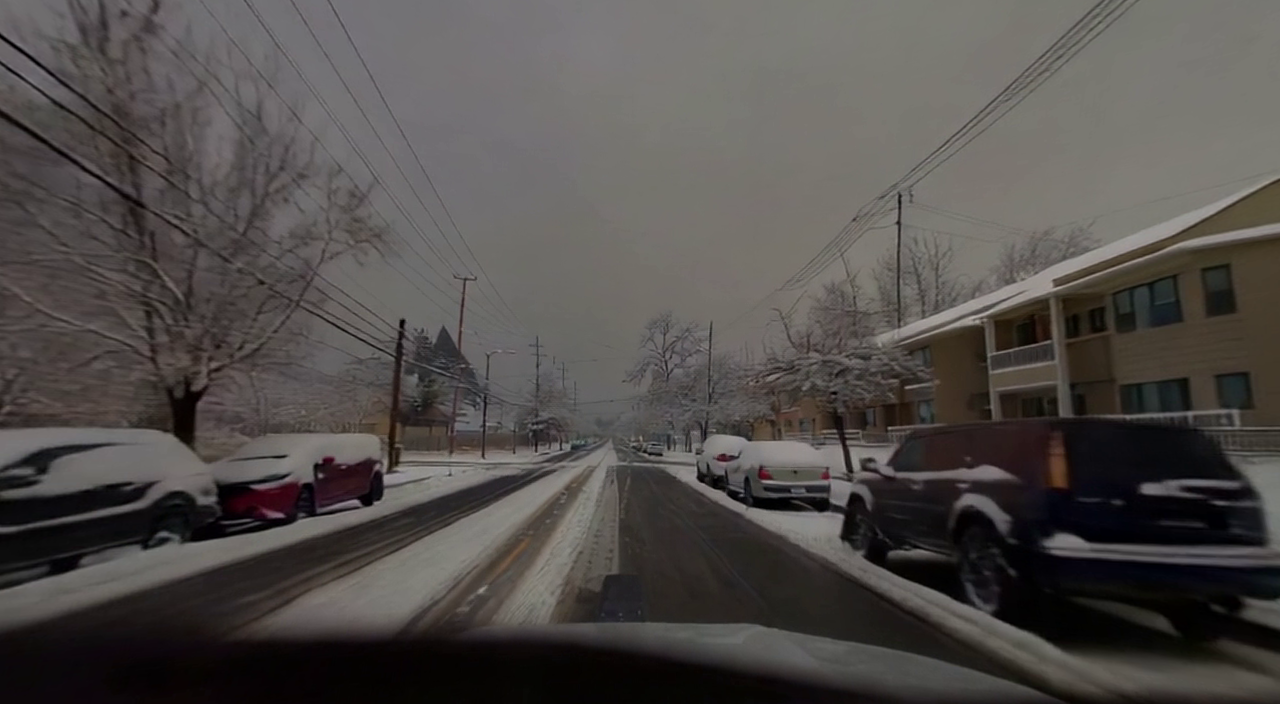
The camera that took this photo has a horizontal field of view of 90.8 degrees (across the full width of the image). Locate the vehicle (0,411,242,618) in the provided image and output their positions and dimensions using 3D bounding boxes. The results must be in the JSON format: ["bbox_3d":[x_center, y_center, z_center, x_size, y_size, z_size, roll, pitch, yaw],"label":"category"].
[{"bbox_3d":[-6.490,1.569,6.614,1.988,1.734,4.400,-1,-8,-4],"label":"vehicle"}]

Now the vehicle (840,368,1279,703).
[{"bbox_3d":[3.352,1.263,5.310,1.936,1.756,4.127,0,-9,-1],"label":"vehicle"}]

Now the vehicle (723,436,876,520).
[{"bbox_3d":[3.299,2.715,14.235,1.895,1.537,4.844,1,-9,-4],"label":"vehicle"}]

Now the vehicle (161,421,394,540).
[{"bbox_3d":[-6.710,2.372,12.460,1.992,1.853,4.561,-1,-8,-2],"label":"vehicle"}]
